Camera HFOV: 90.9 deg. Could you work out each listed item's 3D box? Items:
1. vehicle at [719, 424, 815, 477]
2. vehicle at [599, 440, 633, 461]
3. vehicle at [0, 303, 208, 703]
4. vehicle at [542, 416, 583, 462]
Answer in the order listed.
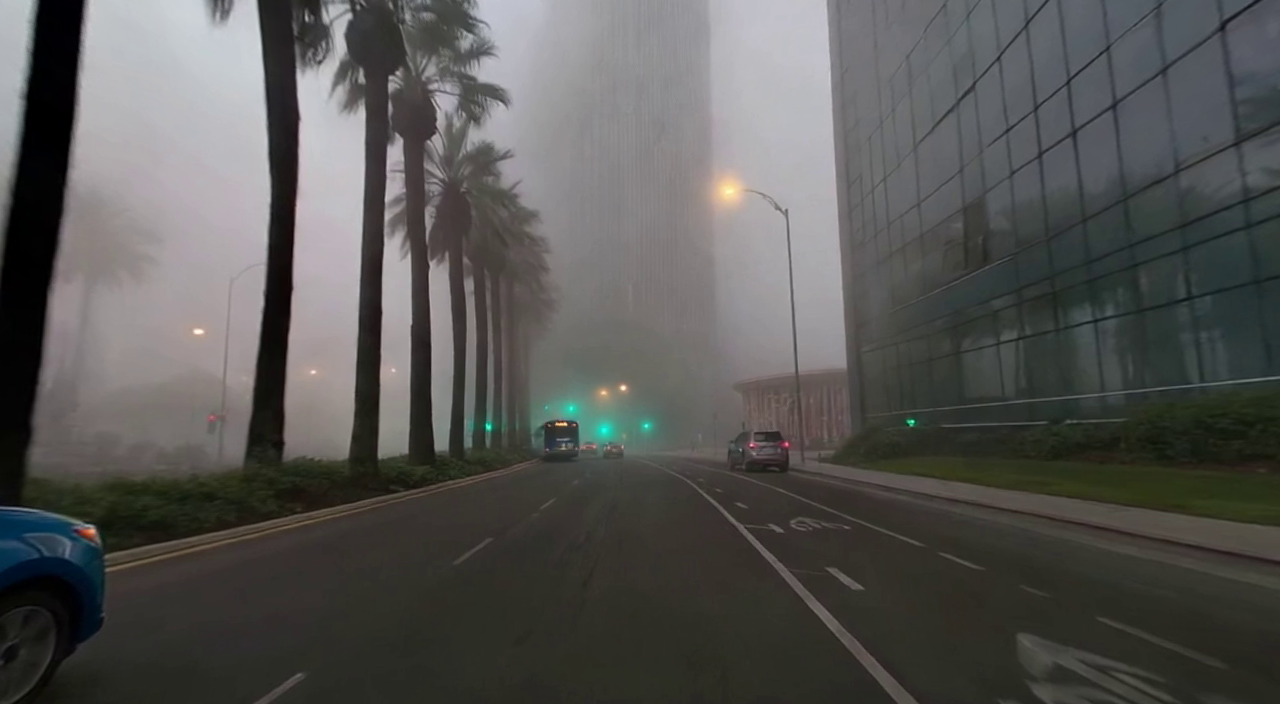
[{"bbox_3d":[4.869,3.905,25.145,2.212,1.854,5.419,1,-8,-6],"label":"vehicle"},{"bbox_3d":[-1.794,7.152,45.889,2.107,1.481,4.097,1,-8,-8],"label":"vehicle"},{"bbox_3d":[-3.606,0.543,1.254,2.120,1.826,4.737,0,-8,0],"label":"vehicle"},{"bbox_3d":[-5.772,6.557,47.244,2.678,3.042,8.474,2,-9,-6],"label":"vehicle"}]
